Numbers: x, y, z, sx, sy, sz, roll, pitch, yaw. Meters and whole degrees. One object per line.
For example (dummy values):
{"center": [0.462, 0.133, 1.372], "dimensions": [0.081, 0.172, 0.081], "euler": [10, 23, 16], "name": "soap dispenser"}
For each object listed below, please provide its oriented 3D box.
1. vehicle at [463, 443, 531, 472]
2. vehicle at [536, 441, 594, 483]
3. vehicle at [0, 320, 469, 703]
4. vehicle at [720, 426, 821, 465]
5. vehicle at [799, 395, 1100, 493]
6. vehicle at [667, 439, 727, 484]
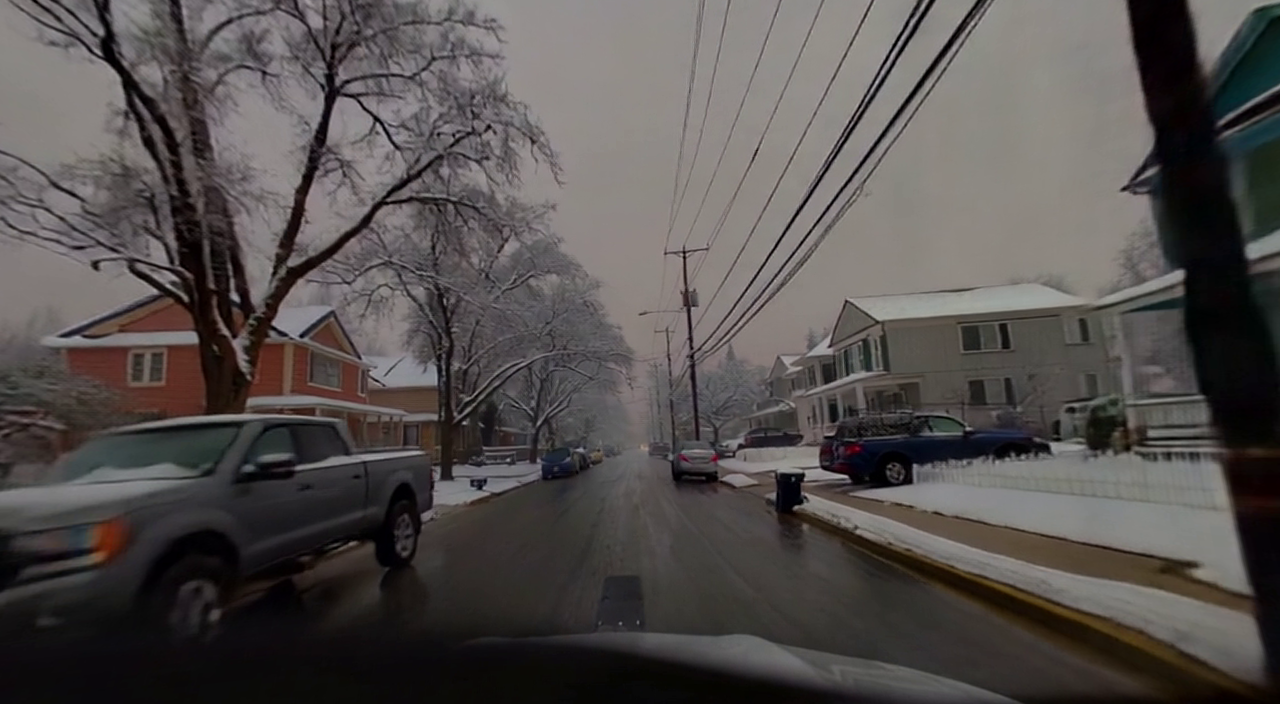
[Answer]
{"center": [-9.749, 7.209, 43.223], "dimensions": [4.088, 1.779, 2.109], "euler": [0, -5, 3], "name": "vehicle"}
{"center": [-3.860, 5.722, 33.406], "dimensions": [2.204, 1.655, 4.813], "euler": [-9, -7, 0], "name": "vehicle"}
{"center": [-3.610, 1.296, 5.813], "dimensions": [2.399, 2.085, 5.589], "euler": [-3, -7, 1], "name": "vehicle"}
{"center": [7.427, 5.333, 36.297], "dimensions": [5.274, 2.170, 2.205], "euler": [0, -7, -2], "name": "vehicle"}
{"center": [7.026, 2.125, 14.925], "dimensions": [5.974, 2.066, 2.152], "euler": [1, -6, 0], "name": "vehicle"}
{"center": [2.302, 4.532, 26.647], "dimensions": [2.043, 1.631, 4.613], "euler": [-1, -7, -1], "name": "vehicle"}
